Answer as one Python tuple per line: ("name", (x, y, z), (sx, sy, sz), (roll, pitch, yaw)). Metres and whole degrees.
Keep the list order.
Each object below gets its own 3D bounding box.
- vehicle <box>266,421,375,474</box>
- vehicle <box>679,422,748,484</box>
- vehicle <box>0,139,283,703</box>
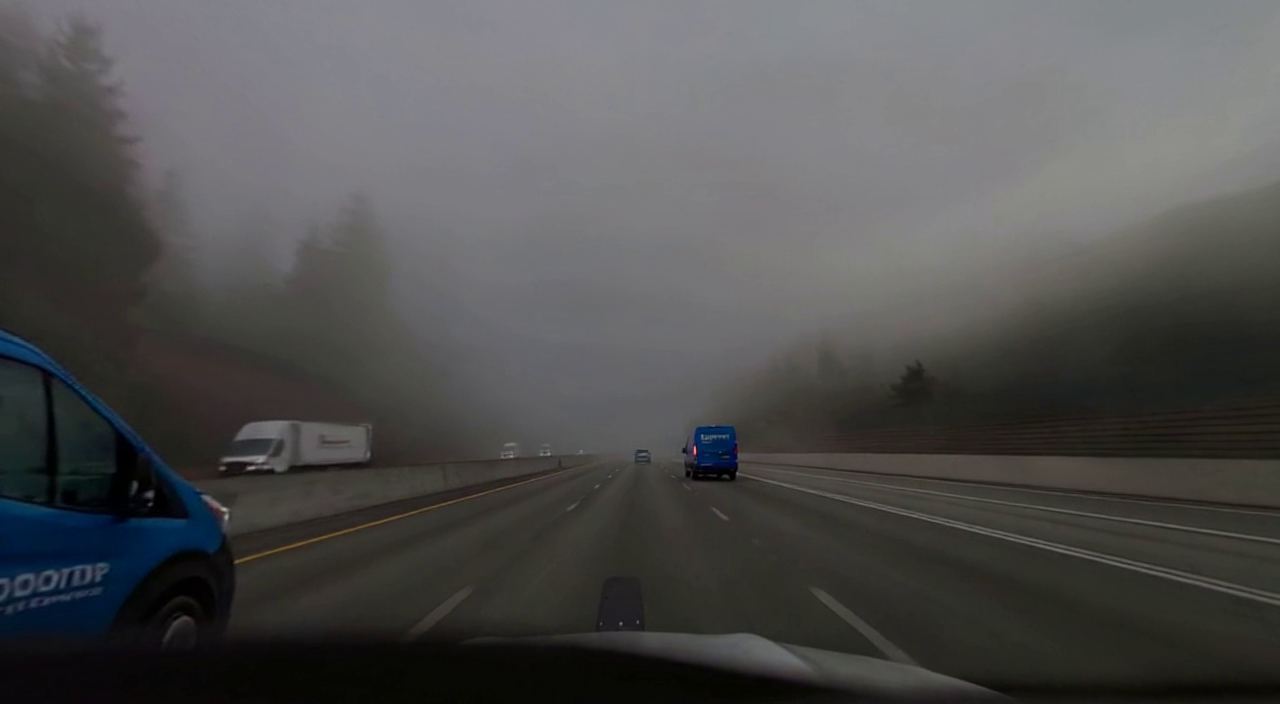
("vehicle", (-24.480, 7.476, 49.311), (2.867, 3.591, 10.876), (0, -9, 0))
("vehicle", (3.237, 4.643, 29.144), (2.373, 2.561, 5.922), (0, -9, -1))
("vehicle", (-3.692, 0.232, 1.032), (2.409, 2.523, 6.275), (0, -9, 1))
